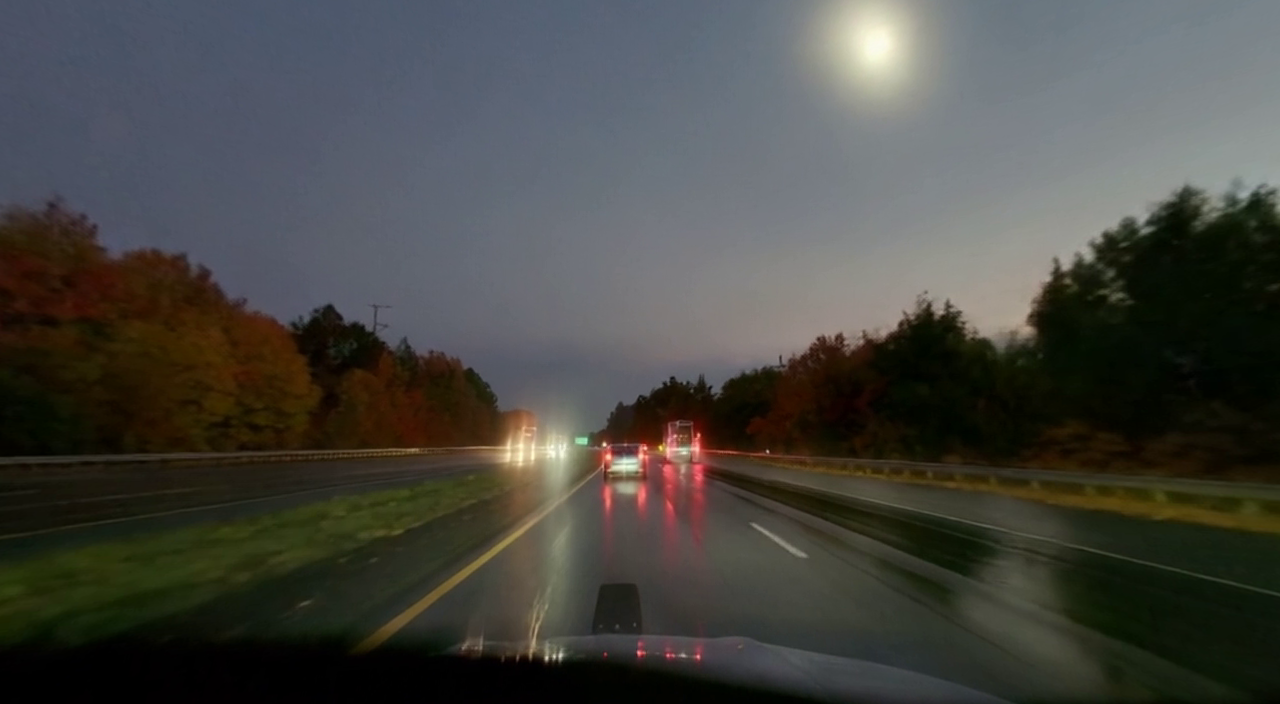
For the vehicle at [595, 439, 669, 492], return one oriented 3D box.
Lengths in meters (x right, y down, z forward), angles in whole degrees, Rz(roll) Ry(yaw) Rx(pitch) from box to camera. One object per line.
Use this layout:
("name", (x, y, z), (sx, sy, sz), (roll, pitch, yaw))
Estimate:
("vehicle", (-0.277, 3.554, 19.955), (2.099, 1.506, 4.097), (0, -9, -1))
